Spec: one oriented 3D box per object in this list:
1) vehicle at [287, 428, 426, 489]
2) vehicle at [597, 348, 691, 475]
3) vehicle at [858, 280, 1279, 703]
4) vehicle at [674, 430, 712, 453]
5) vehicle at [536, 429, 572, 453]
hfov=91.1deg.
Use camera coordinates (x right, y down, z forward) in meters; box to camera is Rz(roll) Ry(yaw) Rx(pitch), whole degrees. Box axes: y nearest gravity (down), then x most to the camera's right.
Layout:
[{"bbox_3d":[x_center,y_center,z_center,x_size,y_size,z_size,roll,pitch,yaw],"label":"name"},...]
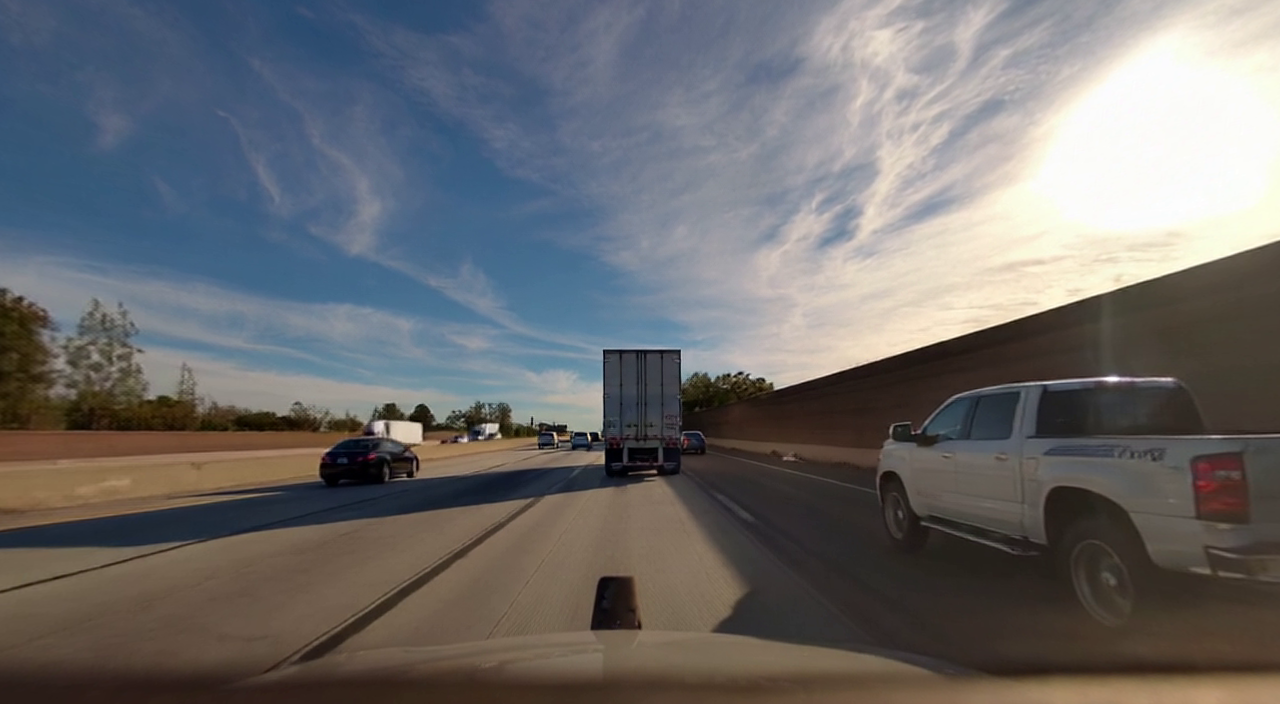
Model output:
[{"bbox_3d":[-7.740,2.913,17.645,2.059,1.500,4.001,0,-8,-1],"label":"vehicle"},{"bbox_3d":[-0.158,2.512,24.736,2.904,3.915,10.473,0,-8,-3],"label":"vehicle"},{"bbox_3d":[3.562,0.904,4.523,2.118,1.832,4.901,0,-8,-1],"label":"vehicle"},{"bbox_3d":[3.641,6.194,43.798,2.044,1.508,4.716,0,-8,-2],"label":"vehicle"},{"bbox_3d":[-6.072,6.315,44.730,2.134,1.650,4.133,0,-8,-2],"label":"vehicle"}]
